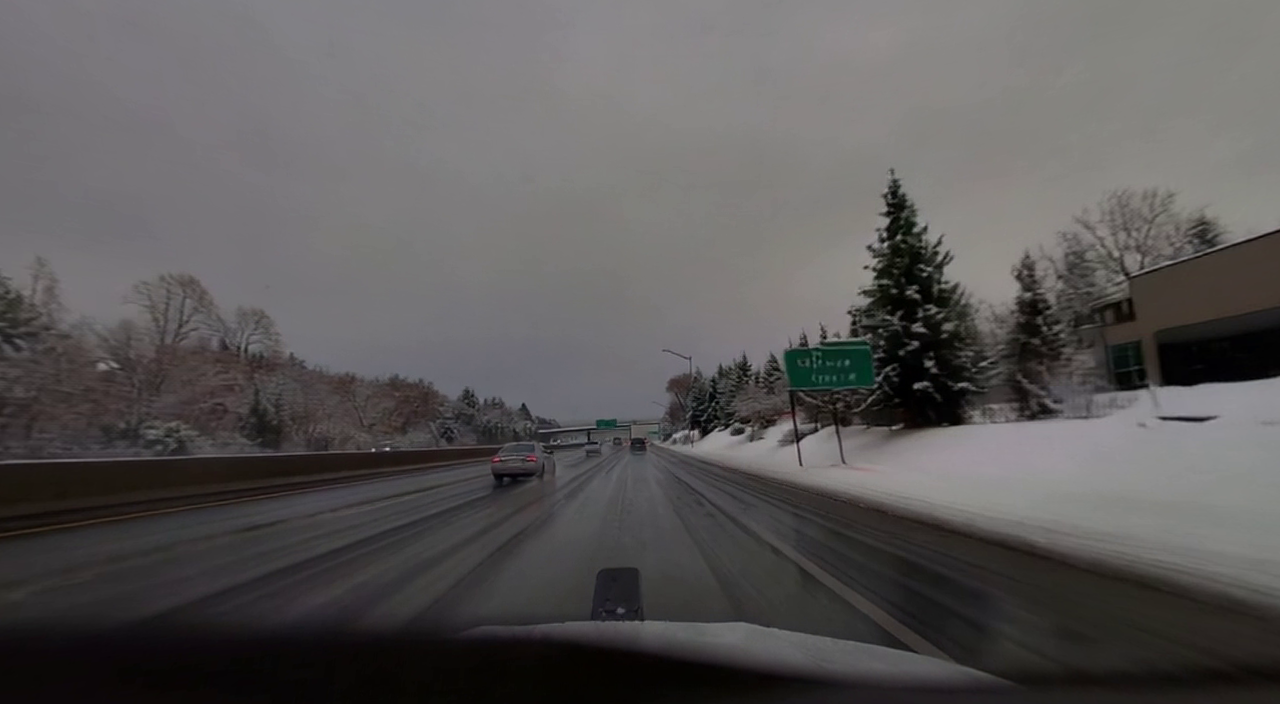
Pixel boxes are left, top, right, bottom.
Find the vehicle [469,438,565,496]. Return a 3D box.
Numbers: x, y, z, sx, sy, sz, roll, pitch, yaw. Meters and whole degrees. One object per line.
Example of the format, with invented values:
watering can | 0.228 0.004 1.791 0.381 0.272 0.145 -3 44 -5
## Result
vehicle | -3.364 3.223 18.126 1.920 1.463 4.134 0 -8 0
